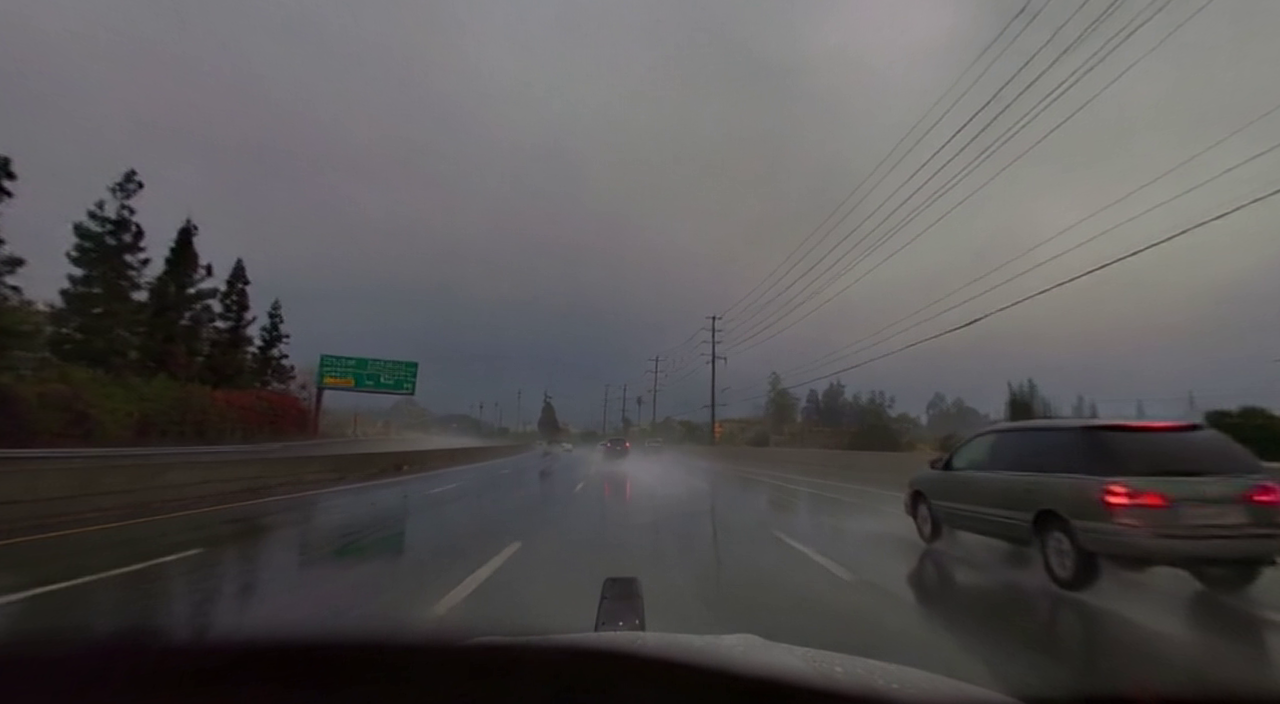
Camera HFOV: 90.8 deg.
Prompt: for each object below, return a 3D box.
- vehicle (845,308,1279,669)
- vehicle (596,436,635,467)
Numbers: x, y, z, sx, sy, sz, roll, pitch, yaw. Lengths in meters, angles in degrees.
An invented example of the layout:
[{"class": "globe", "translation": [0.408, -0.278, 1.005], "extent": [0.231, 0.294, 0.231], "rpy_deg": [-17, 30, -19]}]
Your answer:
[{"class": "vehicle", "translation": [4.446, 1.170, 6.609], "extent": [2.504, 2.033, 5.979], "rpy_deg": [0, -8, -1]}, {"class": "vehicle", "translation": [-1.518, 5.913, 37.645], "extent": [2.188, 1.714, 3.921], "rpy_deg": [0, -8, -4]}]
